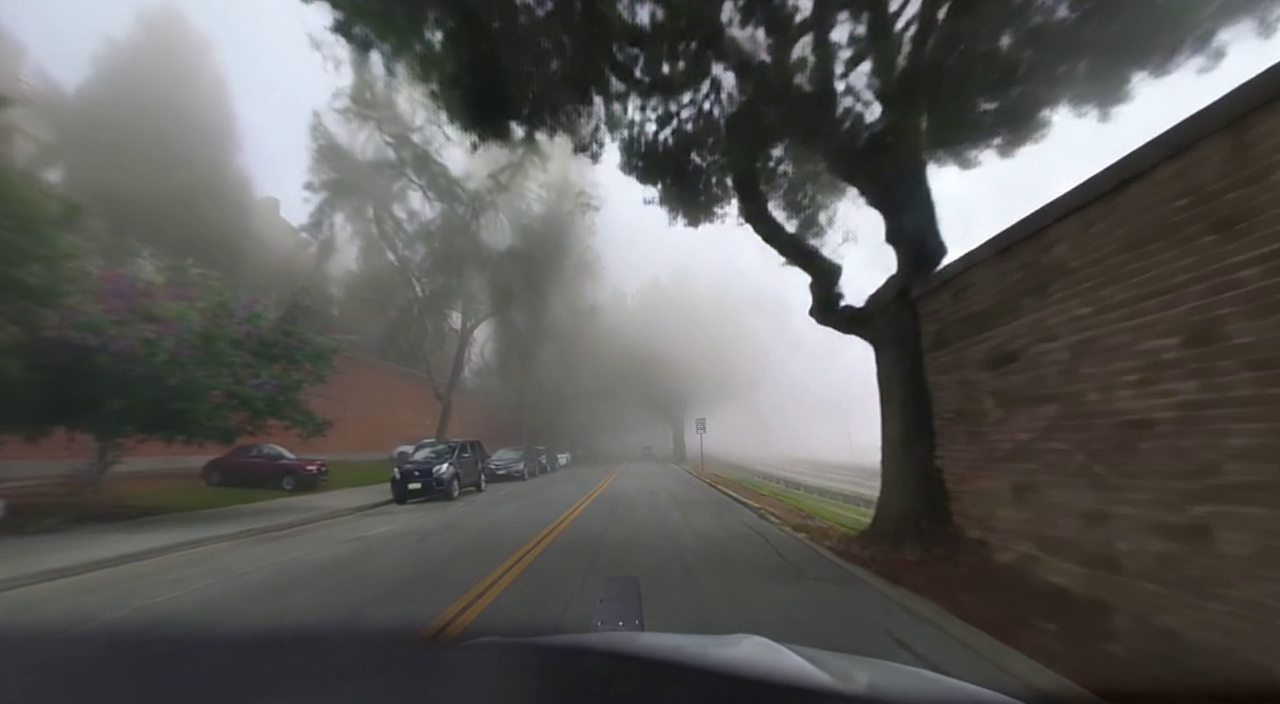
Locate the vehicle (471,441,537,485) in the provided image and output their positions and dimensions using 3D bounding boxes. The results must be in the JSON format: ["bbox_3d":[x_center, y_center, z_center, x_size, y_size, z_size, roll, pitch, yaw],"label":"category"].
[{"bbox_3d":[-6.298,5.145,29.837,2.009,1.820,4.821,1,-8,1],"label":"vehicle"}]

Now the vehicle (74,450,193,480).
[{"bbox_3d":[-26.051,5.811,32.610,4.557,1.464,1.901,-1,-8,2],"label":"vehicle"}]

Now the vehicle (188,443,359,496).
[{"bbox_3d":[-13.319,4.266,23.196,4.991,1.692,1.960,1,-8,0],"label":"vehicle"}]

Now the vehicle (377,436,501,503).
[{"bbox_3d":[-6.219,3.654,20.444,2.109,1.847,5.553,0,-8,1],"label":"vehicle"}]

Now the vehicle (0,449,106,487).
[{"bbox_3d":[-26.219,5.019,27.377,4.317,1.534,1.904,0,-8,0],"label":"vehicle"}]
